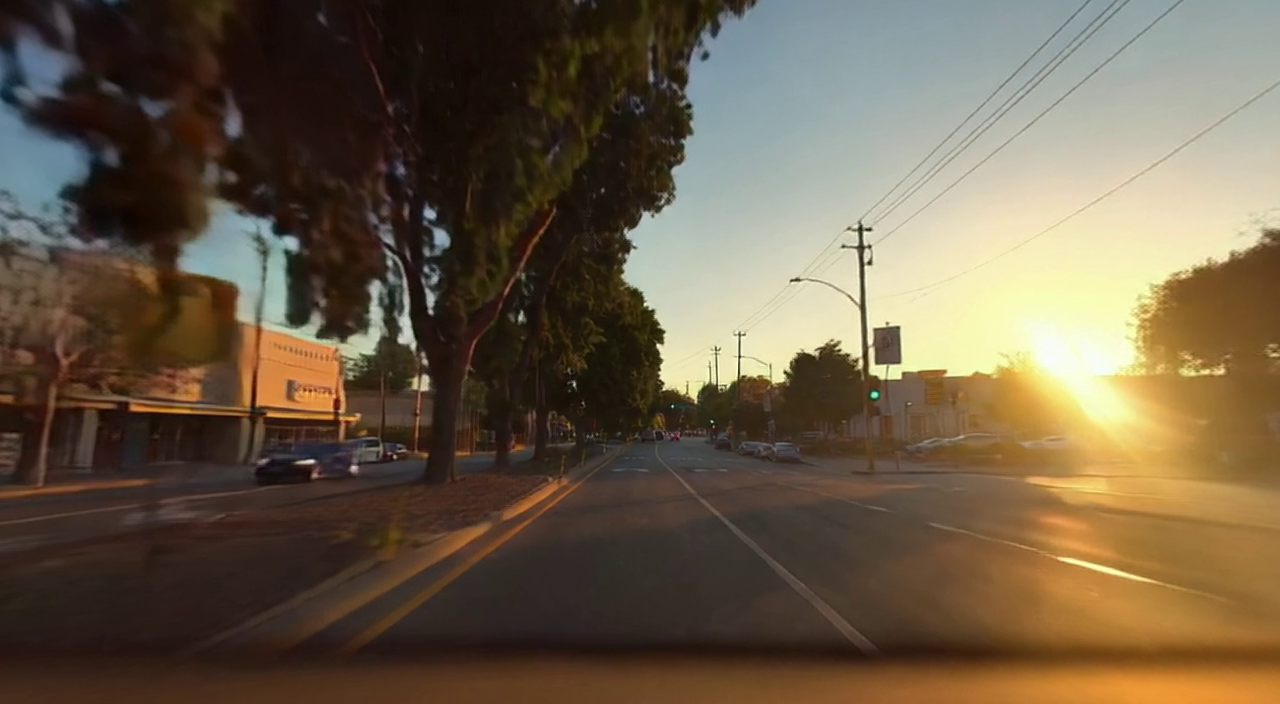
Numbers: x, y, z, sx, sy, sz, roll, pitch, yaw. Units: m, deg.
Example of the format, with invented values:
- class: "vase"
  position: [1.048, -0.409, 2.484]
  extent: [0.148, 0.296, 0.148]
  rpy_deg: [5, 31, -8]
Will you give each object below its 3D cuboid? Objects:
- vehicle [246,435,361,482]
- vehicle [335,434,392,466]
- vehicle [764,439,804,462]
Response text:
- class: "vehicle"
  position: [-12.868, 4.089, 24.520]
  extent: [2.027, 1.647, 4.385]
  rpy_deg: [0, -9, 0]
- class: "vehicle"
  position: [-19.367, 6.908, 44.468]
  extent: [1.954, 2.000, 4.687]
  rpy_deg: [-2, -9, 0]
- class: "vehicle"
  position: [10.168, 6.981, 44.910]
  extent: [1.901, 1.586, 3.903]
  rpy_deg: [0, -9, 0]
